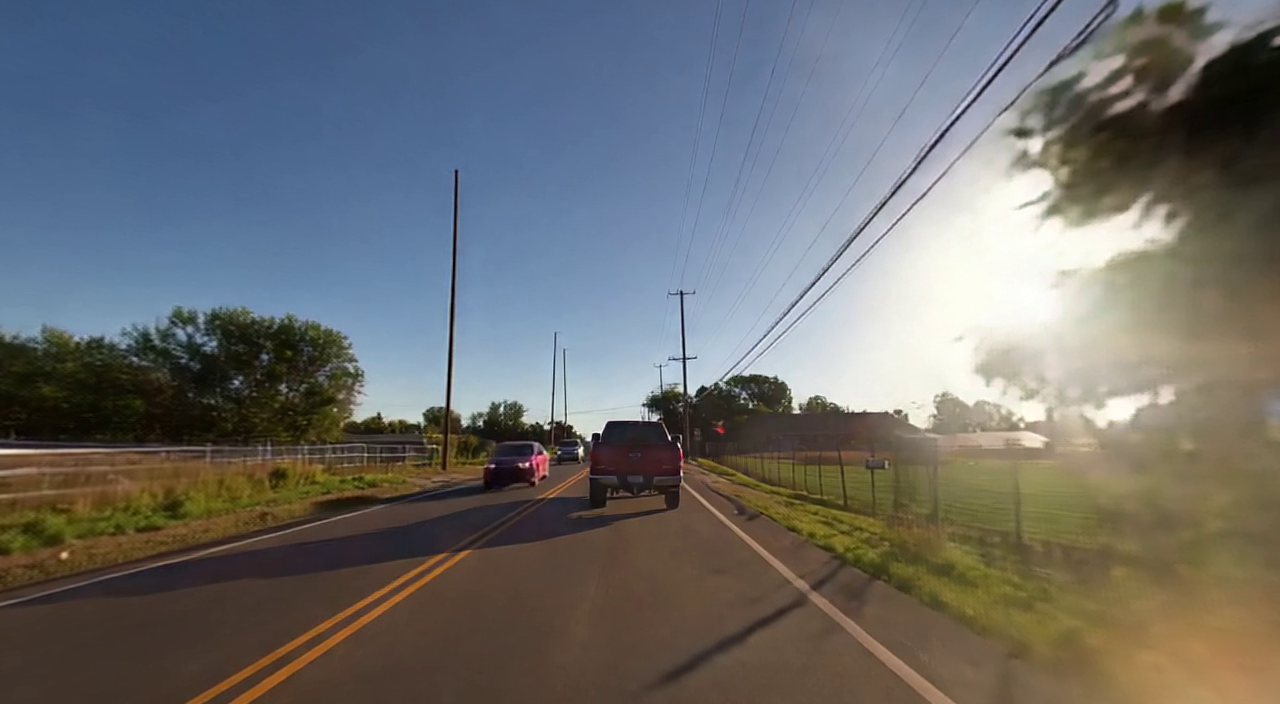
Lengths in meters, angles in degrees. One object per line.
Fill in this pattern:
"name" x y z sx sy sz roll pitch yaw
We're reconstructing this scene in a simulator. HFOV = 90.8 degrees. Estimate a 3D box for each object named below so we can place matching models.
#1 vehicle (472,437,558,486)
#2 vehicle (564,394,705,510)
"vehicle" -4.086 3.654 21.419 1.935 1.489 4.495 0 -8 1
"vehicle" -0.155 2.350 15.146 2.693 2.223 5.885 0 -8 -1
